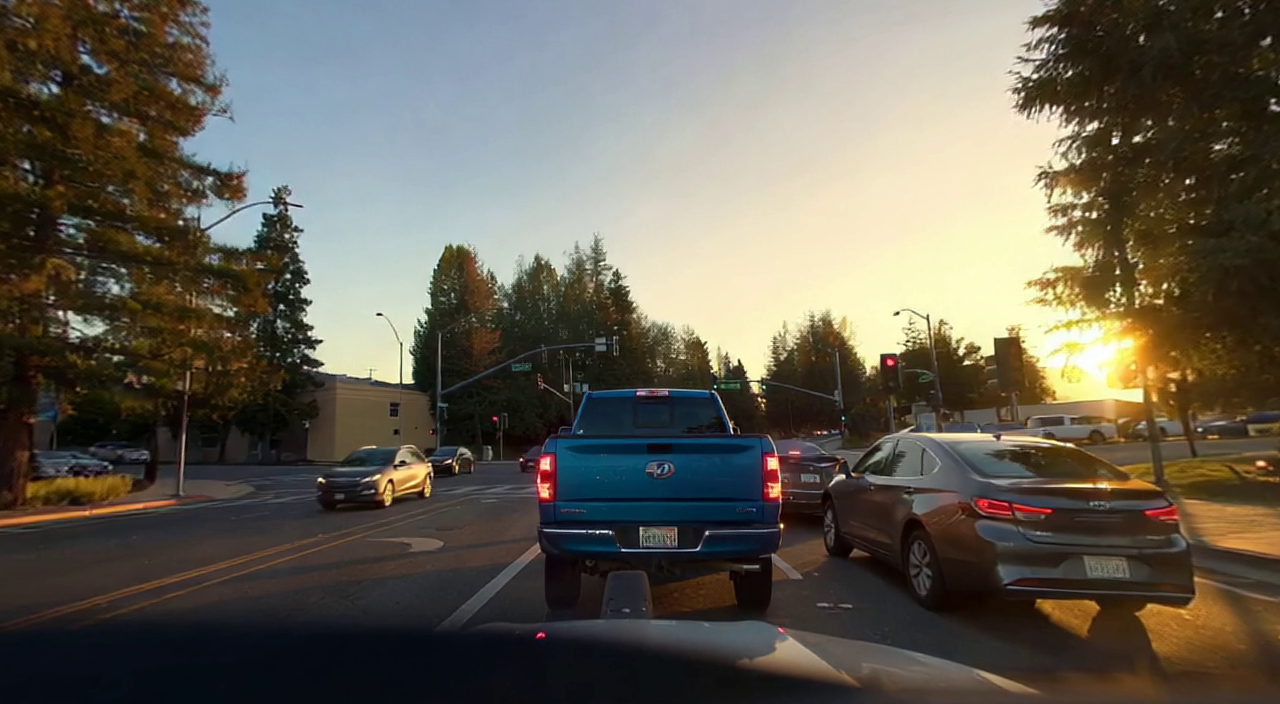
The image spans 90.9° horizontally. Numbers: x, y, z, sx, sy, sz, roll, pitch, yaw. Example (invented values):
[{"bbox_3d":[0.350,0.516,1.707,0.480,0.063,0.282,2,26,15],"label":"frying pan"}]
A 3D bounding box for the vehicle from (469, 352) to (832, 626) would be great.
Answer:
[{"bbox_3d":[0.101,1.394,7.413,2.636,2.011,5.425,0,-8,1],"label":"vehicle"}]

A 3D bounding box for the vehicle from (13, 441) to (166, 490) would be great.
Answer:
[{"bbox_3d":[-21.741,4.471,25.206,2.062,1.764,4.508,0,-8,-2],"label":"vehicle"}]

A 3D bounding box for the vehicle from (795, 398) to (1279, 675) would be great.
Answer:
[{"bbox_3d":[3.335,1.501,6.472,2.155,1.667,5.162,0,-8,0],"label":"vehicle"}]

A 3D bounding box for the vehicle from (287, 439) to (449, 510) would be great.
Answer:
[{"bbox_3d":[-6.521,2.967,15.837,1.905,1.494,4.666,0,-8,1],"label":"vehicle"}]
